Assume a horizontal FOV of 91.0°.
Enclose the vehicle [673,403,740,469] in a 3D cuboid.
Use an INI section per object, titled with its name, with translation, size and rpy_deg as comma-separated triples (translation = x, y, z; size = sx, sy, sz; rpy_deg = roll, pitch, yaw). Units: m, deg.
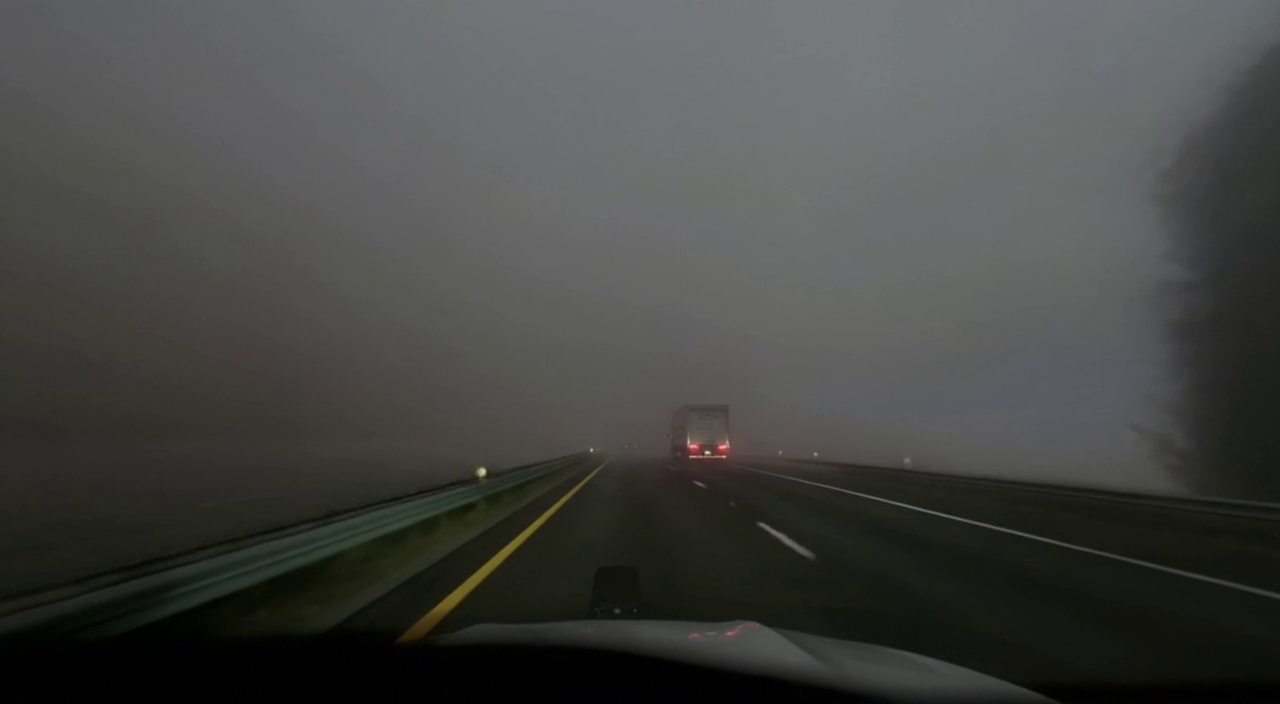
[vehicle]
translation = 3.431, 4.608, 34.445
size = 2.702, 3.193, 7.196
rpy_deg = -1, -8, -1
